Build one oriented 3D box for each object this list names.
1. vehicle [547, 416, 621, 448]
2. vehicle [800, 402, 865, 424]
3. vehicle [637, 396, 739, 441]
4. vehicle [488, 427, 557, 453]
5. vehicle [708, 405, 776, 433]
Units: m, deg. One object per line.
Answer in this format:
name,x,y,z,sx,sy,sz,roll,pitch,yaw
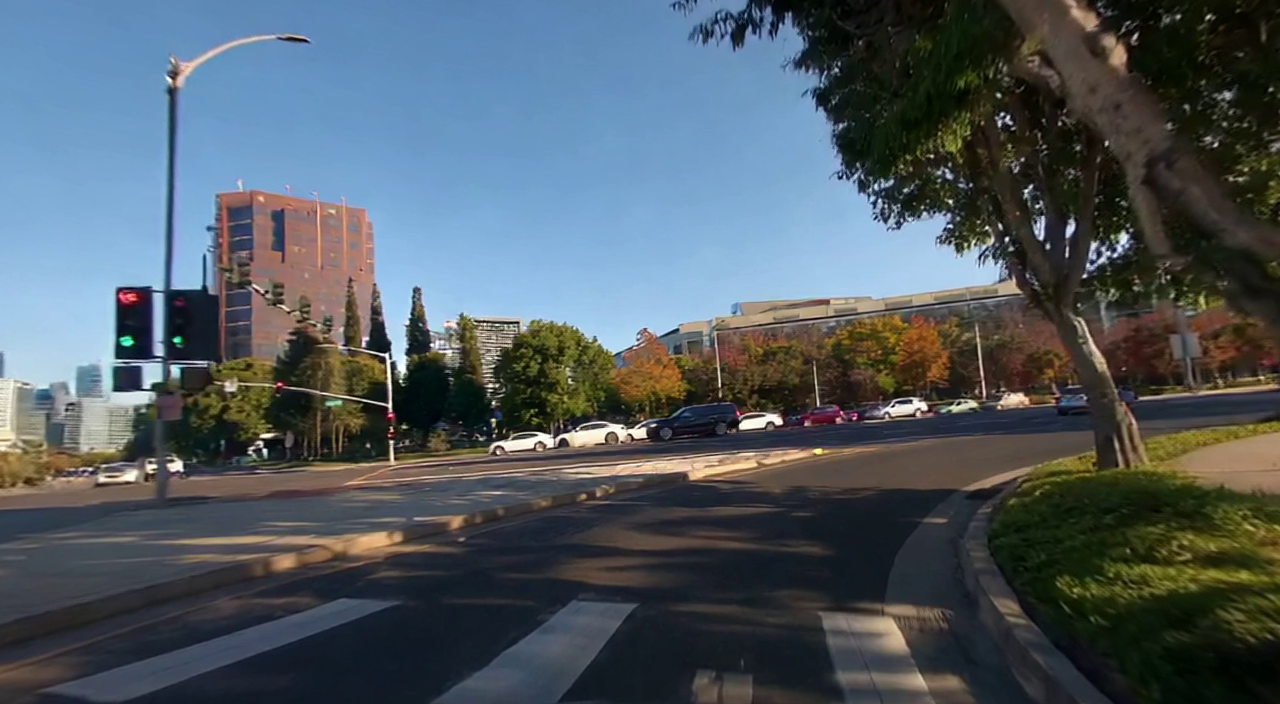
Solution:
vehicle,-3.768,5.338,42.372,4.510,1.764,1.947,-2,-6,-19
vehicle,14.922,4.727,48.901,4.513,1.582,1.842,2,-9,-18
vehicle,2.865,4.060,38.050,5.636,2.053,2.225,5,-15,-17
vehicle,-8.323,6.178,44.555,4.493,1.455,1.946,-1,-6,-20
vehicle,7.451,4.950,46.370,4.467,1.625,2.033,5,-15,-17
